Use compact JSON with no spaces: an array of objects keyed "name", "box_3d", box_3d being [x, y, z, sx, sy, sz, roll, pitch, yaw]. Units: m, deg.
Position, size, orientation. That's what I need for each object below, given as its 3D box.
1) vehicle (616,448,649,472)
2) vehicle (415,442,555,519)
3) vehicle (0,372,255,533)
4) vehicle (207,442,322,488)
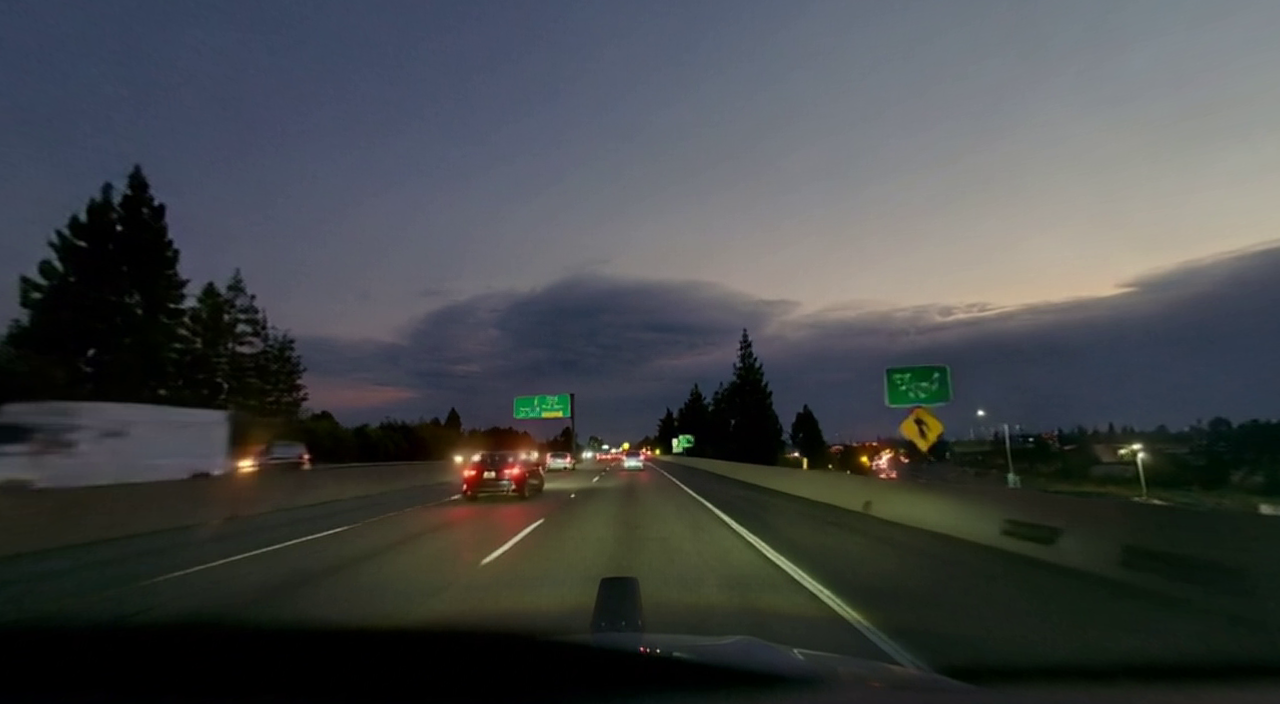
[{"name":"vehicle","box_3d":[-0.489,7.173,42.030,2.100,1.471,3.956,0,-8,-1]},{"name":"vehicle","box_3d":[-3.402,2.906,14.899,2.067,1.509,4.551,0,-8,1]},{"name":"vehicle","box_3d":[-13.450,2.426,15.490,3.032,2.987,7.725,0,-8,0]},{"name":"vehicle","box_3d":[-17.565,5.272,29.934,2.117,1.959,5.557,0,-8,-1]}]
